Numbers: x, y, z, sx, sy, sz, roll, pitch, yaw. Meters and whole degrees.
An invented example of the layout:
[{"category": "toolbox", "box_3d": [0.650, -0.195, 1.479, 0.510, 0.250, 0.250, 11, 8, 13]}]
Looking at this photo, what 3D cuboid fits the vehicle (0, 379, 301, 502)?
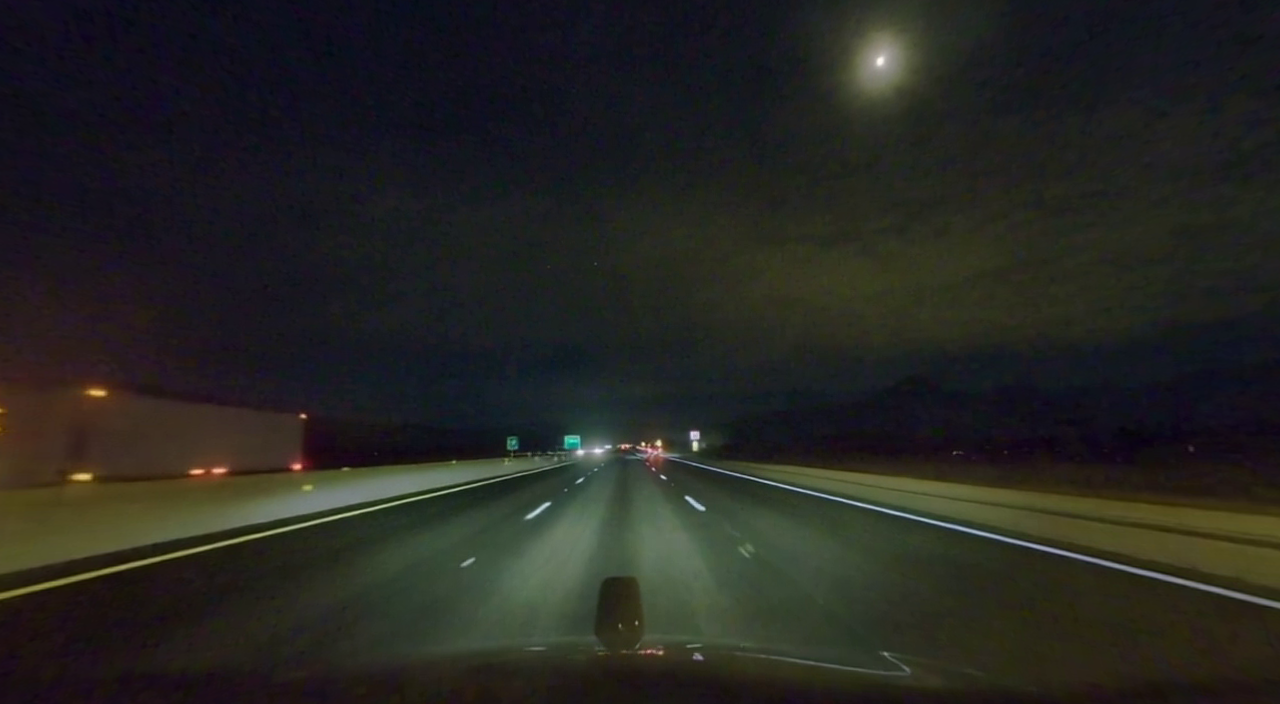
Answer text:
[{"category": "vehicle", "box_3d": [-20.615, 3.892, 26.931, 3.344, 3.633, 16.705, 0, -9, -2]}]
